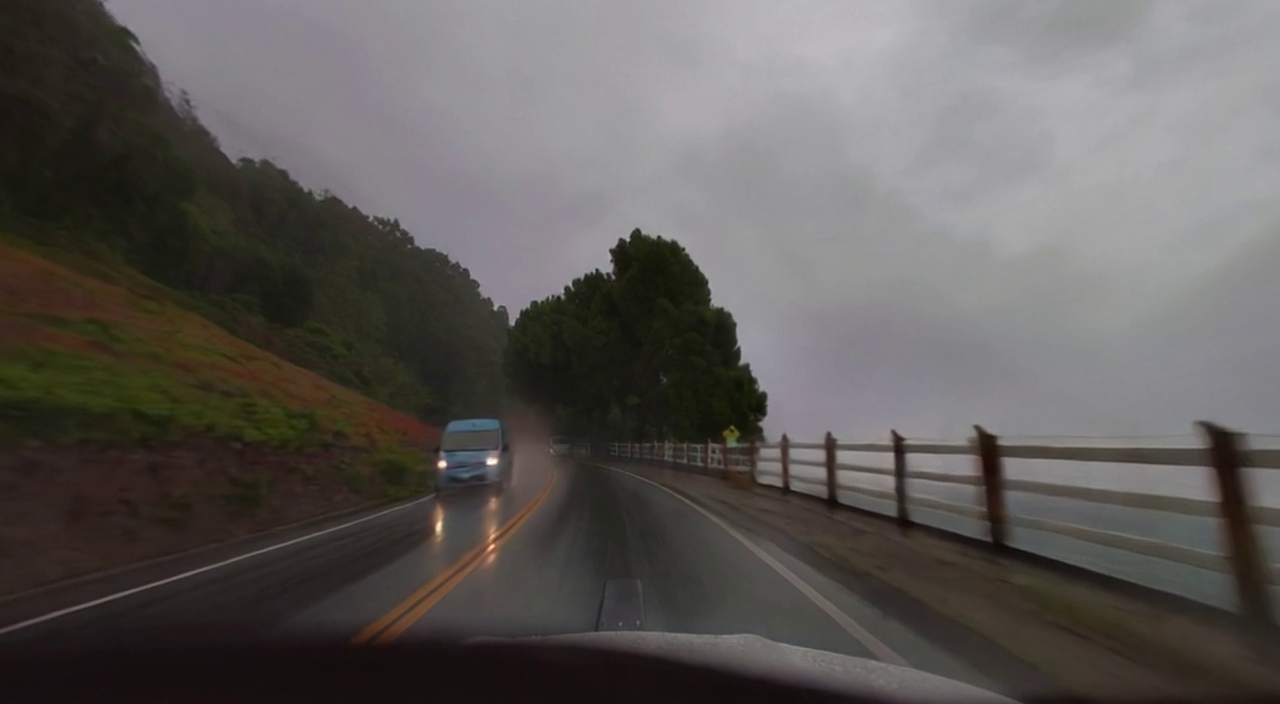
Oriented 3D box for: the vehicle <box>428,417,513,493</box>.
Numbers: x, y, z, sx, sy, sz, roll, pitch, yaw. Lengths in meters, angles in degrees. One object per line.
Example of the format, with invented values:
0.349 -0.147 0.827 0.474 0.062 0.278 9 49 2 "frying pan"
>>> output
-6.145 3.796 23.595 2.373 2.488 5.160 1 -9 -8 "vehicle"
